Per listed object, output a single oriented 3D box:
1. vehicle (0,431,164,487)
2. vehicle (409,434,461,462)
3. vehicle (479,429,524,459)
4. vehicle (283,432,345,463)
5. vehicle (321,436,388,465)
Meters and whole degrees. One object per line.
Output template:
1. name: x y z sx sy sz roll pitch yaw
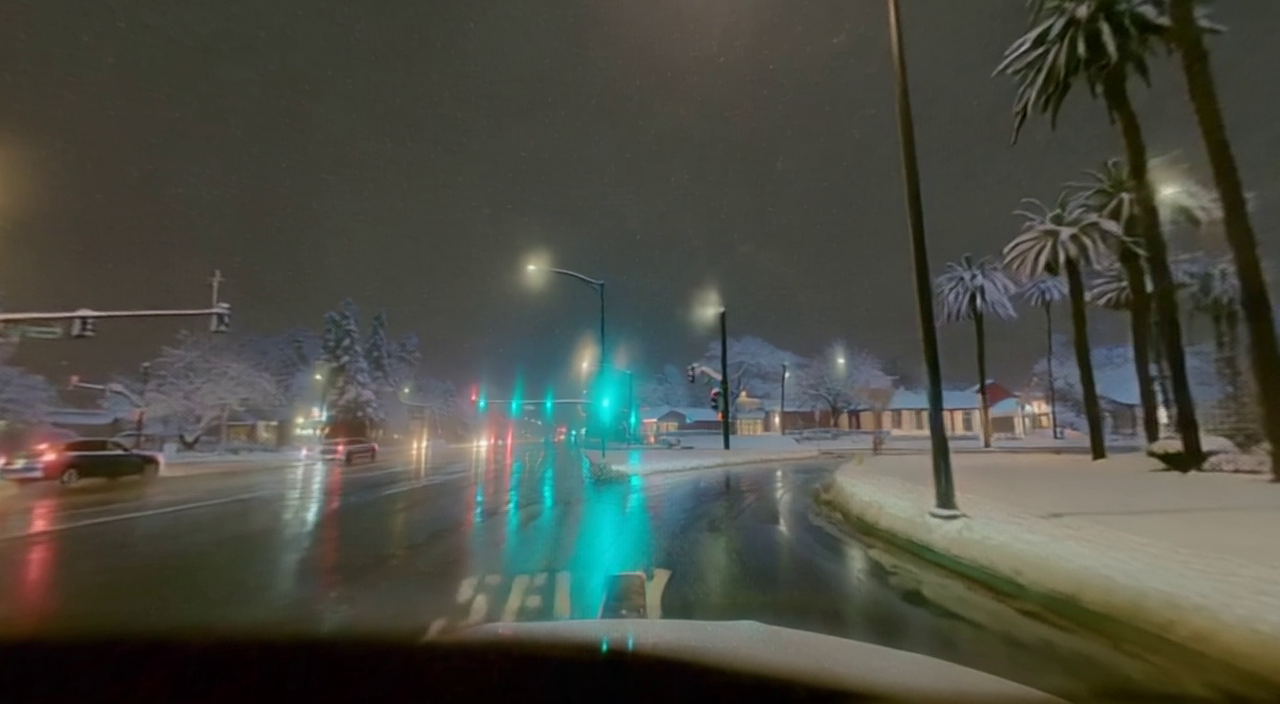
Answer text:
1. vehicle: -17.066 3.189 19.043 1.916 1.481 4.430 0 -8 -3
2. vehicle: -12.334 5.775 37.985 1.977 1.584 3.983 1 -9 -4
3. vehicle: -8.769 5.891 40.113 2.114 1.784 4.450 0 -8 -3
4. vehicle: -19.585 5.741 37.956 2.156 1.742 4.264 2 -9 -12
5. vehicle: -15.276 5.291 33.813 1.900 1.462 4.225 1 -9 -4
